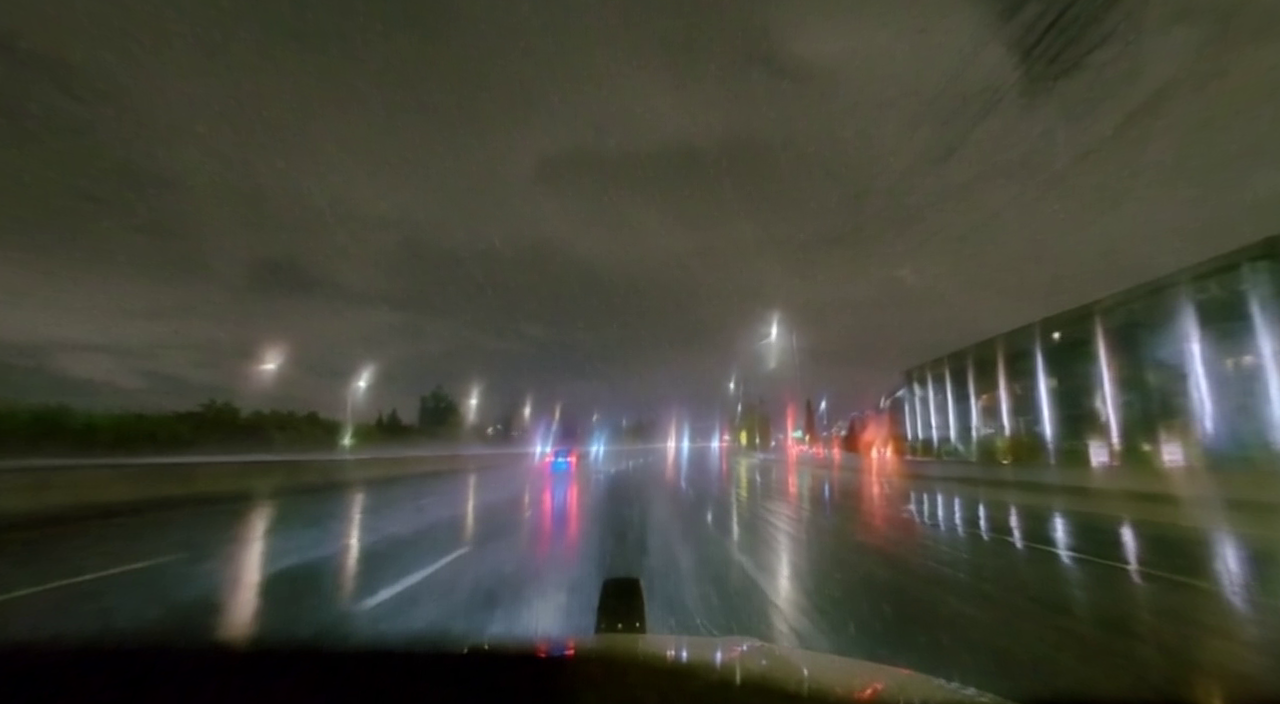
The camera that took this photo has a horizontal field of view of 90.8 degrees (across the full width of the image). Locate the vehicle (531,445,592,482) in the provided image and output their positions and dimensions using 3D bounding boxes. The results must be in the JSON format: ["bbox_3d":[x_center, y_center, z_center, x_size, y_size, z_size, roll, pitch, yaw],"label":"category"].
[{"bbox_3d":[-3.599,5.207,29.904,2.087,1.566,4.756,-1,-9,2],"label":"vehicle"}]
